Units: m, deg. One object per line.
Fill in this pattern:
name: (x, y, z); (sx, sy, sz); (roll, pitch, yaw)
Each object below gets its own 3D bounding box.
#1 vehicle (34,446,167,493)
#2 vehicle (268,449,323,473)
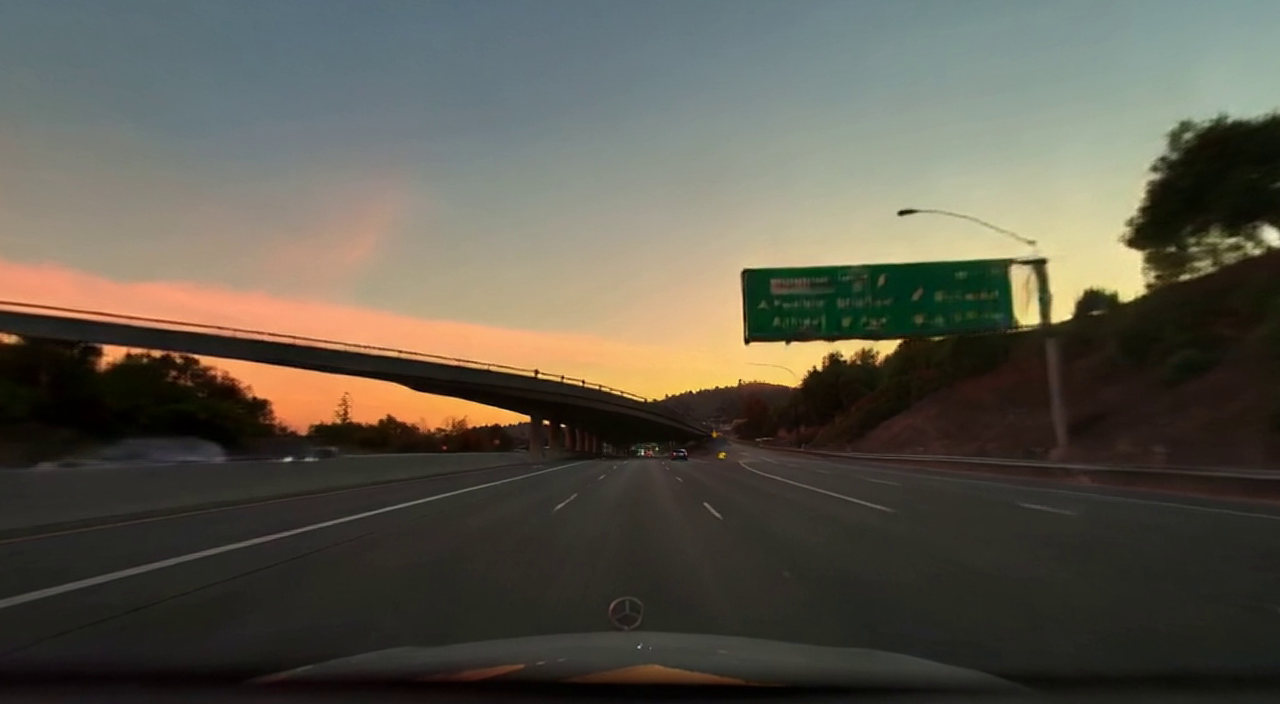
vehicle: (-17.128, 3.705, 20.208); (1.431, 1.335, 3.156); (0, -8, 0)
vehicle: (-20.272, 6.399, 37.218); (1.480, 1.315, 3.196); (0, -8, -1)
